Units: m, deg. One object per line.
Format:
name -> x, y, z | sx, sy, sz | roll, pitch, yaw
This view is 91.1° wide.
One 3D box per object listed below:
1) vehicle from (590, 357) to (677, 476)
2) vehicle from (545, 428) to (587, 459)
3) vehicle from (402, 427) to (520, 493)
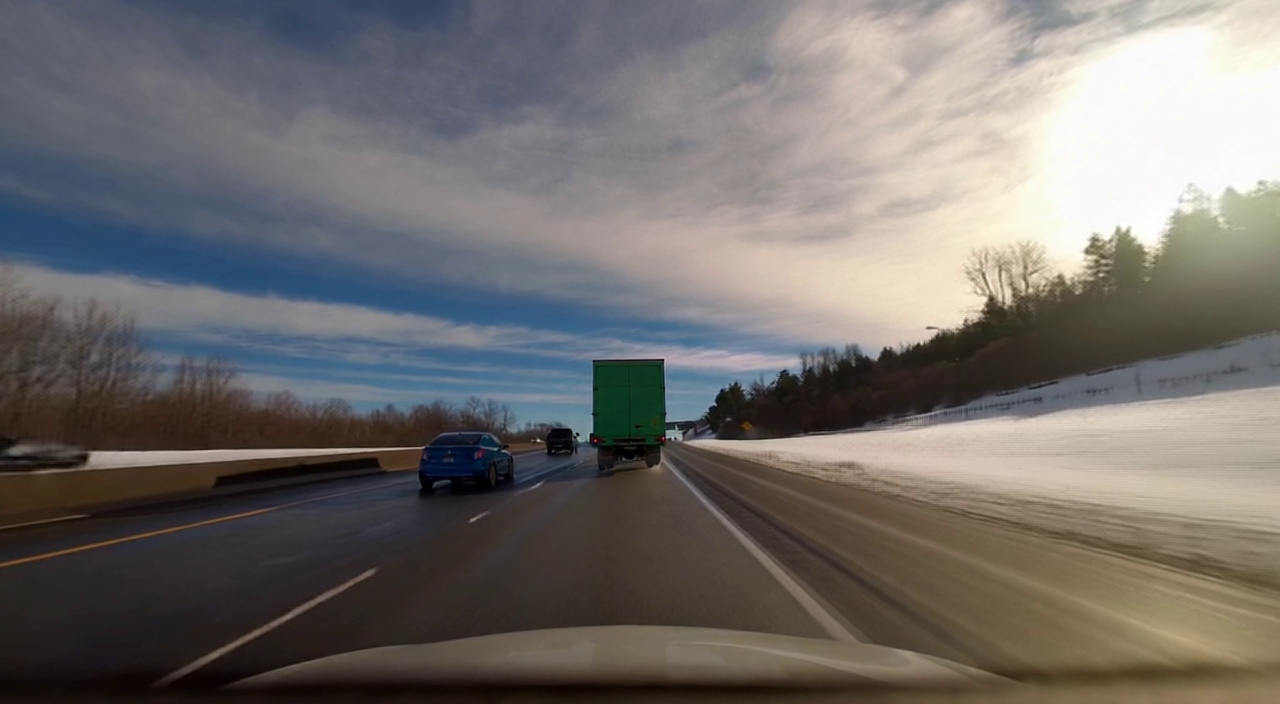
vehicle -> -0.333, 2.842, 26.512 | 2.953, 4.041, 10.072 | 0, -8, -1
vehicle -> -4.593, 5.764, 39.783 | 2.019, 1.834, 4.644 | 0, -8, 0
vehicle -> -4.662, 2.861, 17.154 | 1.931, 1.539, 4.441 | 0, -8, 0
